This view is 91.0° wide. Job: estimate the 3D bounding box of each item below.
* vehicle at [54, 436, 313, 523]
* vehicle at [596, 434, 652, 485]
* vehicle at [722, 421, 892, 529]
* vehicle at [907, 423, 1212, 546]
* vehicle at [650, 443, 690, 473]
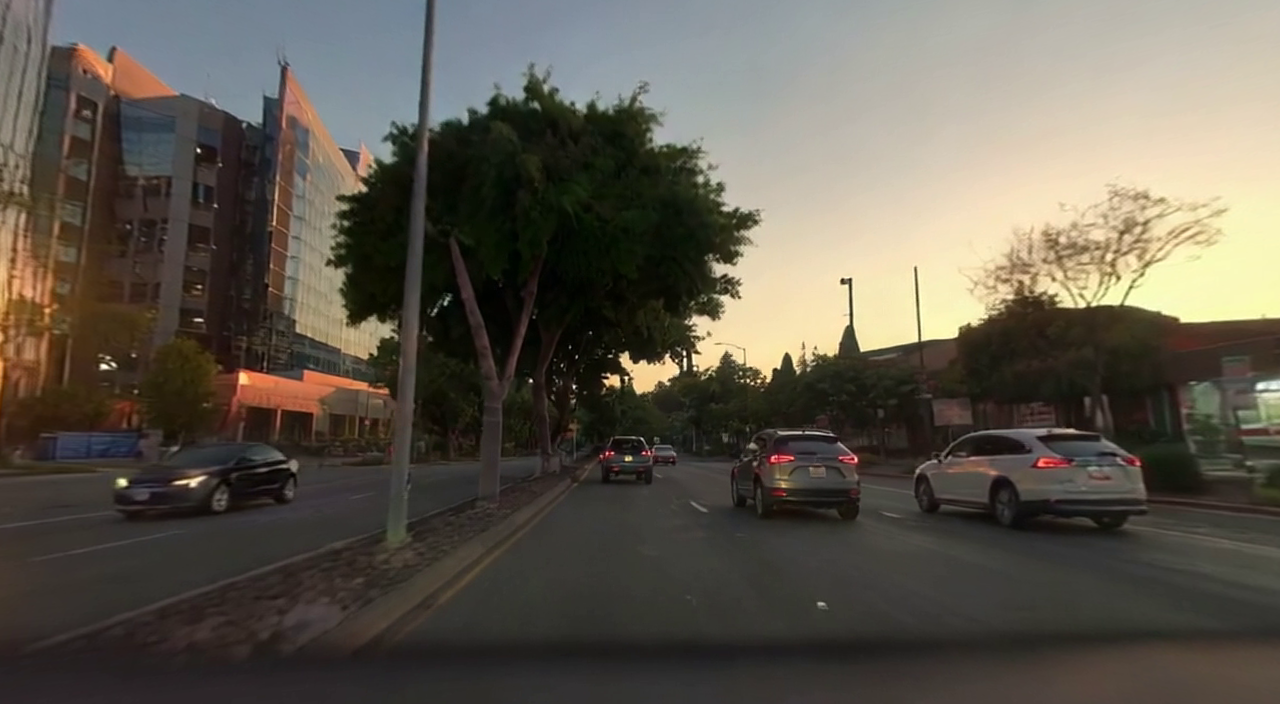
[{"bbox_3d":[-8.812,2.464,12.815,1.872,1.439,4.507,0,-8,0],"label":"vehicle"},{"bbox_3d":[-0.675,4.194,24.878,2.051,1.798,4.168,0,-8,-3],"label":"vehicle"},{"bbox_3d":[3.027,2.334,12.489,2.000,1.745,4.206,0,-8,-3],"label":"vehicle"},{"bbox_3d":[6.676,2.125,10.829,2.047,1.653,4.423,0,-8,-2],"label":"vehicle"},{"bbox_3d":[1.631,5.995,35.916,1.800,1.592,3.658,1,-8,-5],"label":"vehicle"}]
